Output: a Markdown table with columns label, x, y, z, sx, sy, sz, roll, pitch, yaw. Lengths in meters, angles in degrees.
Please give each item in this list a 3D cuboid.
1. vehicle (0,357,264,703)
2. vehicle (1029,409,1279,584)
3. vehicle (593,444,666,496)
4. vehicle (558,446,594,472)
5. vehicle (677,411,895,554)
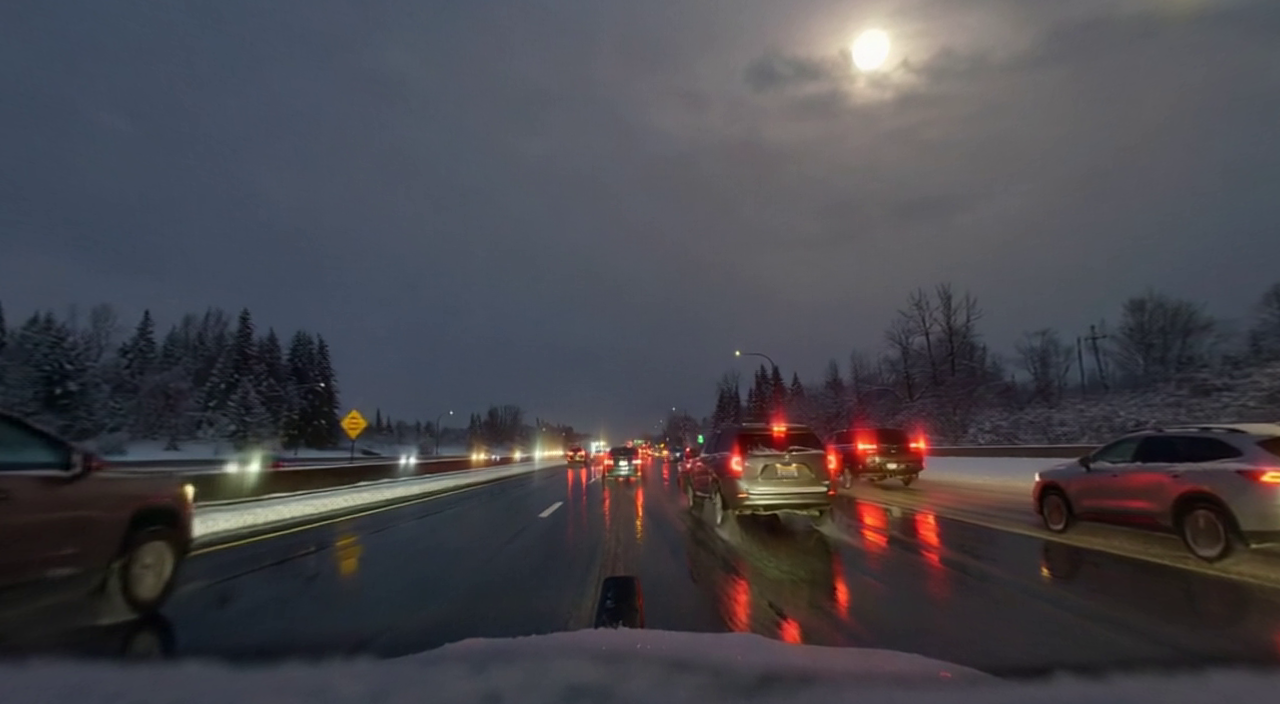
| label | x | y | z | sx | sy | sz | roll | pitch | yaw |
| --- | --- | --- | --- | --- | --- | --- | --- | --- | --- |
| vehicle | -4.277 | 0.881 | 3.007 | 2.047 | 1.755 | 4.638 | 0 | -9 | 0 |
| vehicle | 7.089 | 1.616 | 7.535 | 1.972 | 1.647 | 4.429 | 0 | -9 | -1 |
| vehicle | -0.283 | 3.781 | 20.556 | 2.157 | 1.495 | 4.038 | 0 | -9 | 1 |
| vehicle | -4.158 | 7.019 | 41.586 | 1.889 | 1.600 | 4.043 | 0 | -9 | 1 |
| vehicle | 1.932 | 1.917 | 9.846 | 2.230 | 1.740 | 3.976 | 1 | -9 | -4 |
